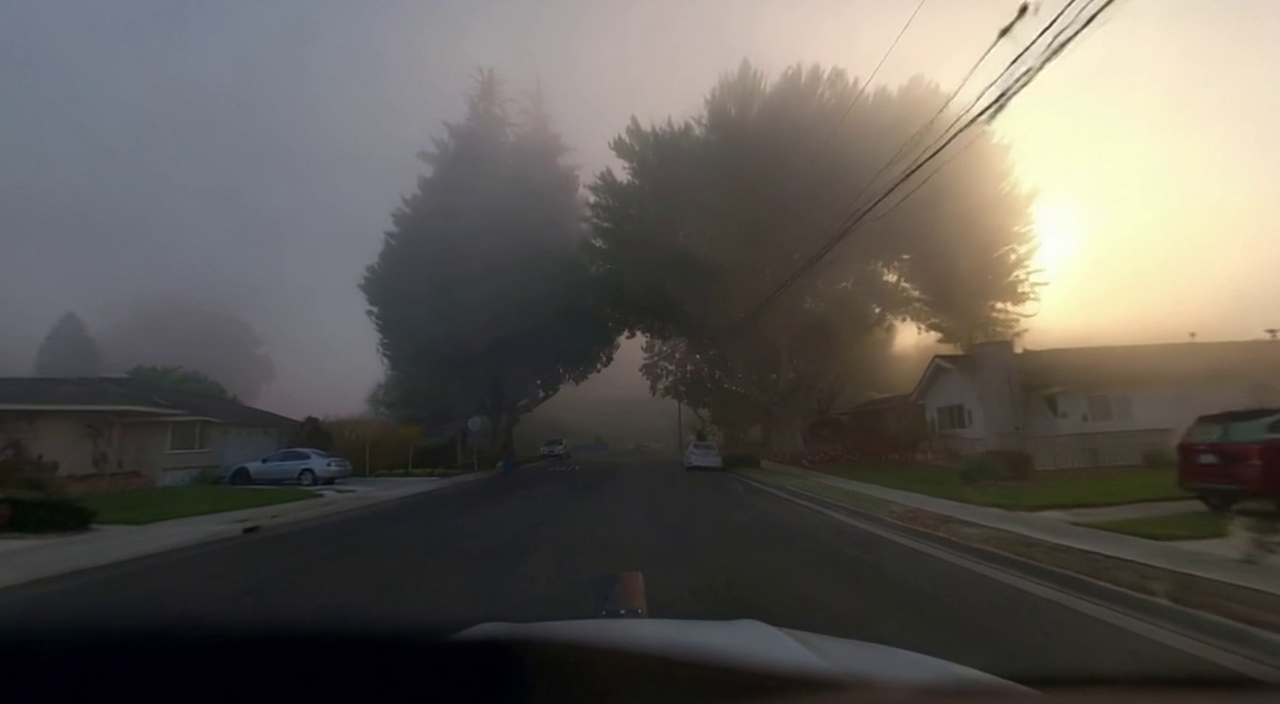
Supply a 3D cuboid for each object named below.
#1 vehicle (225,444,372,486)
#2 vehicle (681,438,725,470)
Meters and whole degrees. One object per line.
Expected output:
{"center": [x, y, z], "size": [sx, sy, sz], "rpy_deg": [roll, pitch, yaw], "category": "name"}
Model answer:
{"center": [-13.279, 4.407, 24.842], "size": [4.572, 1.522, 1.999], "rpy_deg": [0, -9, -3], "category": "vehicle"}
{"center": [3.249, 5.342, 33.178], "size": [1.975, 1.528, 4.000], "rpy_deg": [0, -9, 1], "category": "vehicle"}
